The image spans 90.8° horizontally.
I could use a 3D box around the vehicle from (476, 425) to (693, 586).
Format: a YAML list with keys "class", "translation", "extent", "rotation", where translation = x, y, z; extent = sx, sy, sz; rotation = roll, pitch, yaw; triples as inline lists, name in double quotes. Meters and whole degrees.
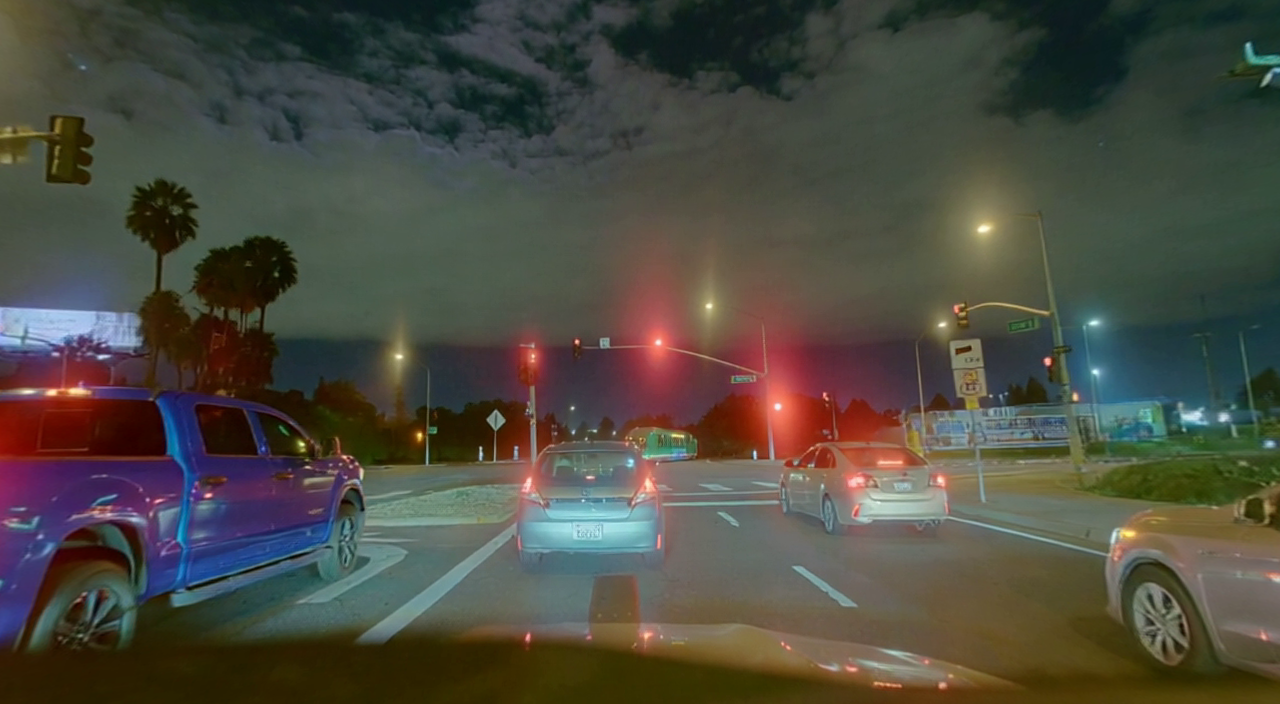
- class: "vehicle"
  translation: [-0.627, 1.759, 8.082]
  extent: [2.035, 1.491, 4.090]
  rotation: [0, -9, -3]

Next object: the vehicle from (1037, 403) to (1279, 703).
- class: "vehicle"
  translation: [3.891, 0.888, 2.185]
  extent: [2.052, 1.496, 4.541]
  rotation: [0, -9, 0]

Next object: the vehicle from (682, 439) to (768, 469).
- class: "vehicle"
  translation: [4.217, 5.136, 31.968]
  extent: [1.878, 1.428, 4.416]
  rotation: [5, -10, -32]

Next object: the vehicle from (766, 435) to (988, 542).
- class: "vehicle"
  translation: [3.705, 2.211, 10.955]
  extent: [1.965, 1.448, 4.486]
  rotation: [0, -9, -2]

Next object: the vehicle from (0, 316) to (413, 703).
- class: "vehicle"
  translation: [-3.820, 1.125, 5.014]
  extent: [2.078, 1.838, 5.448]
  rotation: [0, -9, -1]
